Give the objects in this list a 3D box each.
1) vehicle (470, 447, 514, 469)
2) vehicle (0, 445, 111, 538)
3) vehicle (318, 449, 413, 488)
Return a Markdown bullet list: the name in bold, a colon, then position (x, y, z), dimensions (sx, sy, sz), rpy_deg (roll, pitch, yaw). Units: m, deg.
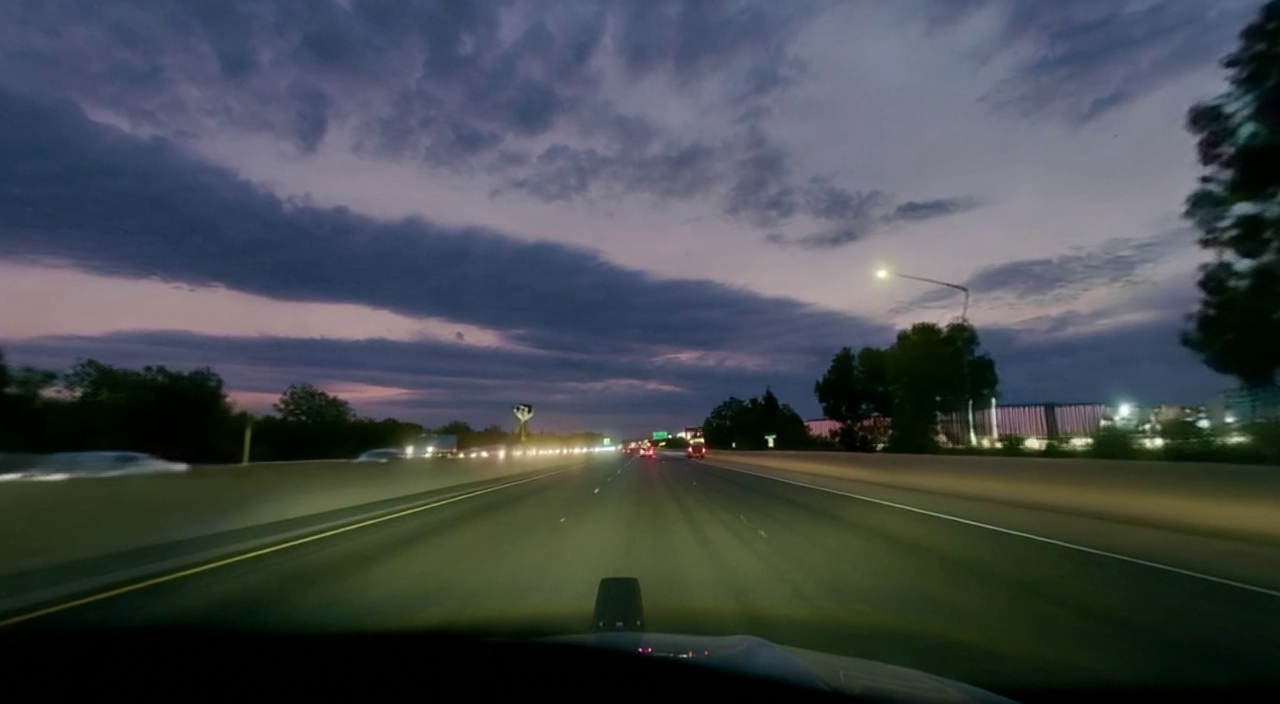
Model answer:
- **vehicle**: position (-10.698, 7.717, 45.871), dimensions (2.064, 1.477, 4.488), rpy_deg (-1, -9, 2)
- **vehicle**: position (-11.067, 2.162, 9.629), dimensions (1.953, 1.442, 4.571), rpy_deg (-1, -9, 1)
- **vehicle**: position (-11.251, 4.781, 26.207), dimensions (1.847, 1.440, 4.488), rpy_deg (-1, -9, 1)
